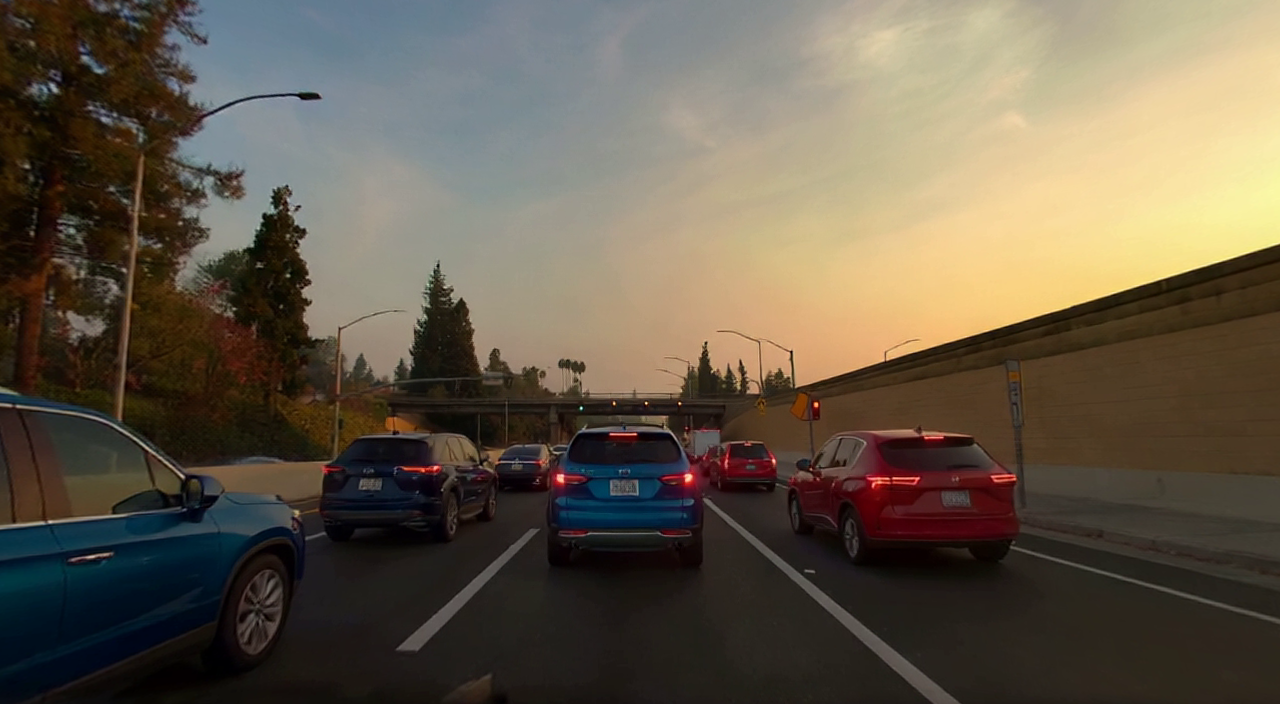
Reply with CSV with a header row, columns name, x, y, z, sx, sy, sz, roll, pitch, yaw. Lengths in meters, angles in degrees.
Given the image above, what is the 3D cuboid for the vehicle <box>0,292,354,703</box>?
name,x,y,z,sx,sy,sz,roll,pitch,yaw
vehicle,-3.521,0.831,3.111,2.070,1.913,4.450,0,-8,0

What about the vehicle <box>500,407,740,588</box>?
name,x,y,z,sx,sy,sz,roll,pitch,yaw
vehicle,-0.152,1.655,7.946,2.245,1.677,3.913,0,-8,1

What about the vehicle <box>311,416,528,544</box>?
name,x,y,z,sx,sy,sz,roll,pitch,yaw
vehicle,-3.485,2.118,11.147,2.067,1.759,4.631,0,-8,1

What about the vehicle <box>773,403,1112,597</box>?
name,x,y,z,sx,sy,sz,roll,pitch,yaw
vehicle,3.146,1.627,7.801,2.029,1.702,4.281,0,-8,0
